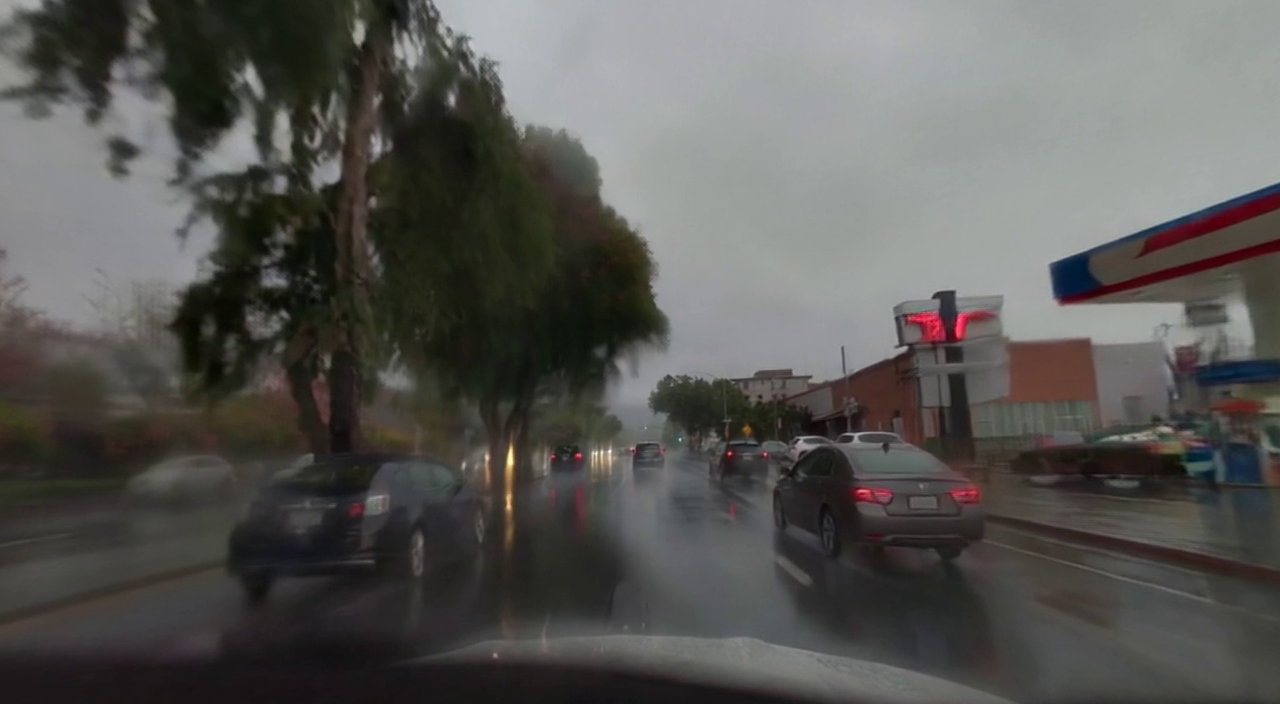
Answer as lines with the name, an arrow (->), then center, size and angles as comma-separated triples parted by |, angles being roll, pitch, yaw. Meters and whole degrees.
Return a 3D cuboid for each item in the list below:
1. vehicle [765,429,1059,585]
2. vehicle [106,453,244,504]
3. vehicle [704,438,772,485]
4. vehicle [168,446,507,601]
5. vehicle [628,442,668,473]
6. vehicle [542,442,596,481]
vehicle -> 3.114, 1.854, 8.482 | 1.919, 1.502, 4.572 | 0, -8, 0
vehicle -> -18.664, 5.064, 25.662 | 2.062, 1.804, 4.687 | 0, -8, -1
vehicle -> 3.882, 4.420, 25.757 | 1.980, 1.709, 4.813 | 0, -8, 0
vehicle -> -3.180, 1.868, 7.887 | 2.013, 1.354, 4.393 | 0, -8, 1
vehicle -> 0.437, 6.026, 36.134 | 2.192, 1.674, 4.124 | 0, -8, 0
vehicle -> -3.260, 5.094, 29.616 | 1.988, 1.645, 3.995 | 0, -8, 1
